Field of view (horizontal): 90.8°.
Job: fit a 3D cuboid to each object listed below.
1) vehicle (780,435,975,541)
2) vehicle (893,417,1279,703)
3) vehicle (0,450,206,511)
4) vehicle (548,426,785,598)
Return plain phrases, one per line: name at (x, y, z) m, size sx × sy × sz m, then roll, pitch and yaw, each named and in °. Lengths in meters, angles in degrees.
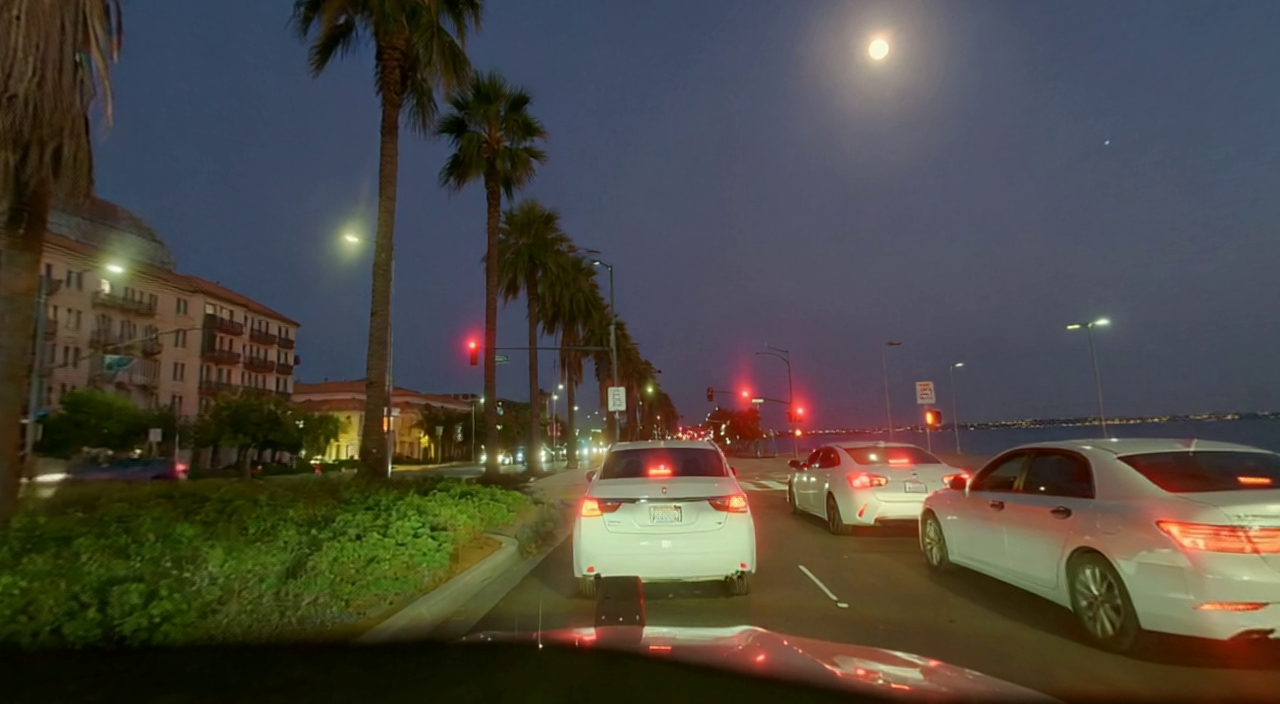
vehicle at (3.893, 2.290, 11.315) m, size 1.920 × 1.490 × 4.417 m, roll -1°, pitch -9°, yaw 2°
vehicle at (3.912, 1.364, 5.094) m, size 1.913 × 1.469 × 4.425 m, roll 0°, pitch -9°, yaw 0°
vehicle at (-16.129, 3.803, 19.289) m, size 2.022 × 1.604 × 4.495 m, roll -2°, pitch -9°, yaw 11°
vehicle at (0.261, 1.706, 7.510) m, size 2.093 × 1.503 × 3.681 m, roll 0°, pitch -9°, yaw 1°
